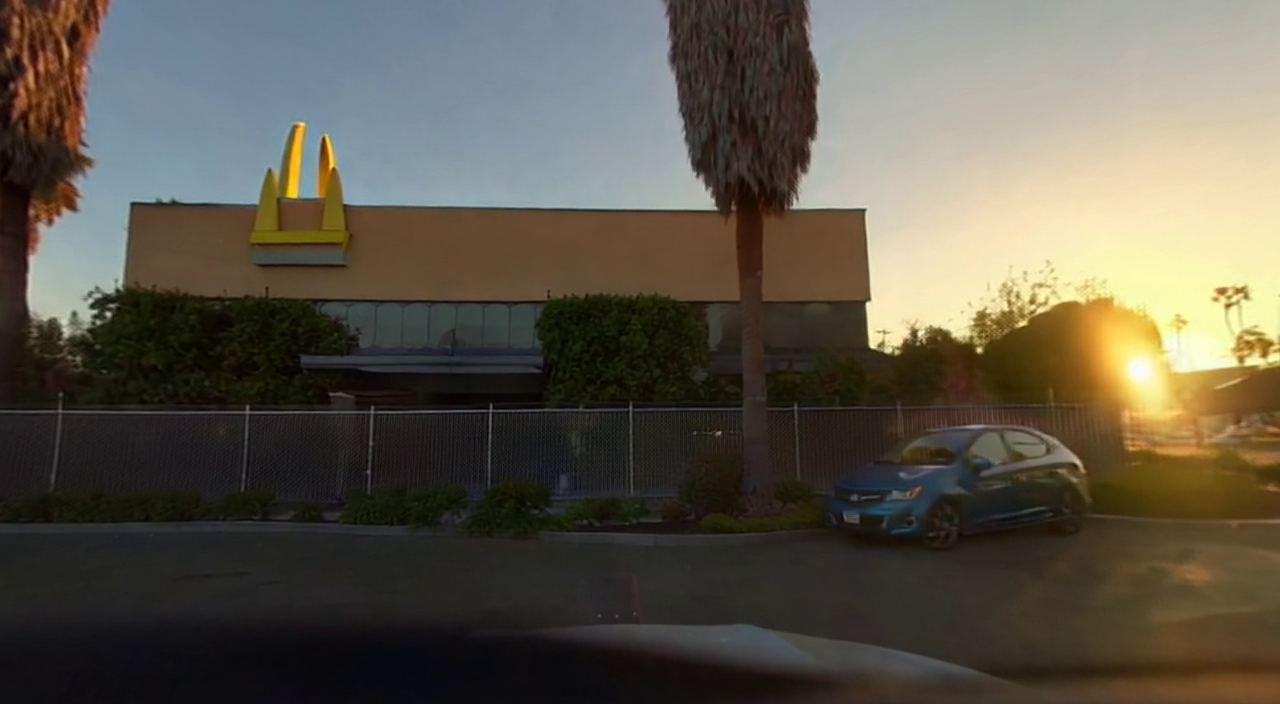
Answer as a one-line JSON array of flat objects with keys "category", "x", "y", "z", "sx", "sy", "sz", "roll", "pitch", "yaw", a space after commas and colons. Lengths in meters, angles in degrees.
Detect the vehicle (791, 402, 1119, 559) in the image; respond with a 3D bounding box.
[{"category": "vehicle", "x": 4.624, "y": 1.732, "z": 9.278, "sx": 4.365, "sy": 1.791, "sz": 2.073, "roll": 4, "pitch": -8, "yaw": -28}]
